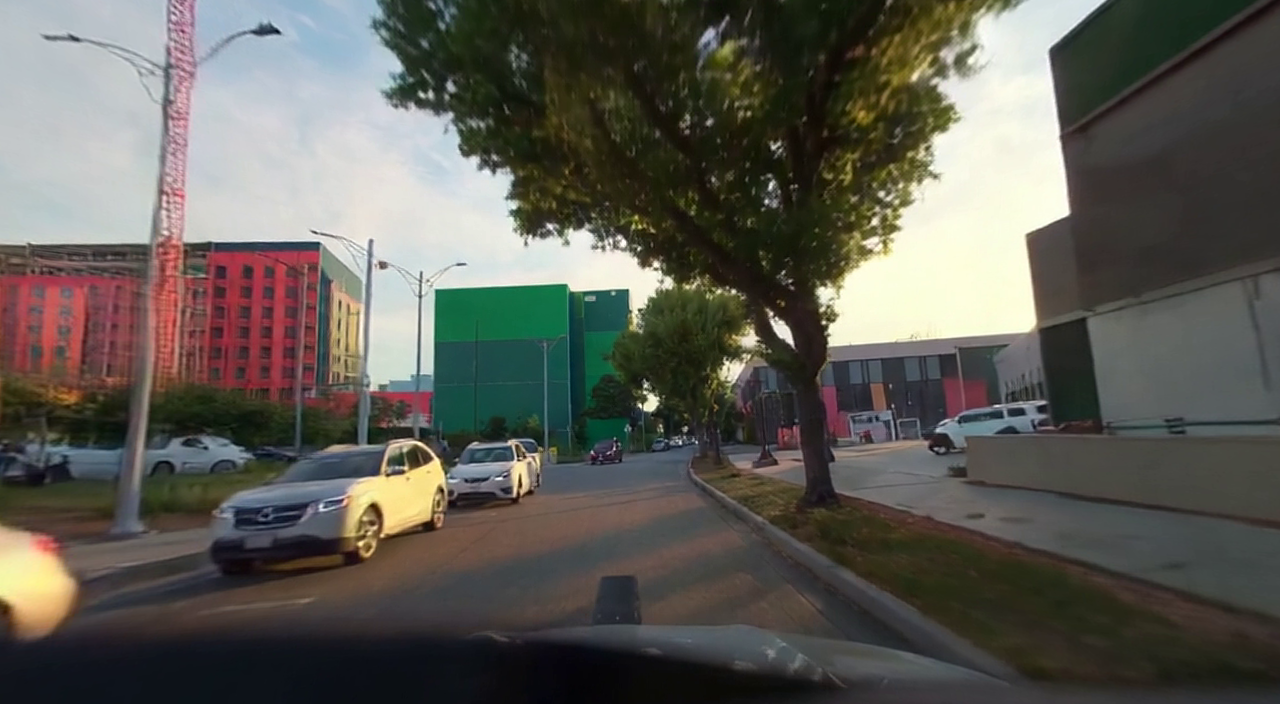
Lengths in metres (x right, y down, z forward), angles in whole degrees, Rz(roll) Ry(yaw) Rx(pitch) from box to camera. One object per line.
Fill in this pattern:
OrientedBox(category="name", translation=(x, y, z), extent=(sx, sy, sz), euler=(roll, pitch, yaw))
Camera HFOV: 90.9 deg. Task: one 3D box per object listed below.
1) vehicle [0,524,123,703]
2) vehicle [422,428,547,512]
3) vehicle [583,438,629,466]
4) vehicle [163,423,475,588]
OrientedBox(category="vehicle", translation=(-3.994, 1.297, 2.017), extent=(1.741, 0.964, 3.497), euler=(0, -8, 0))
OrientedBox(category="vehicle", translation=(-3.529, 2.736, 15.156), extent=(2.026, 1.699, 4.224), euler=(0, -8, -1))
OrientedBox(category="vehicle", translation=(-2.083, 6.286, 39.803), extent=(1.967, 1.646, 4.192), euler=(-2, -8, 10))
OrientedBox(category="vehicle", translation=(-3.787, 1.837, 8.491), extent=(1.980, 1.635, 4.153), euler=(0, -8, 0))
